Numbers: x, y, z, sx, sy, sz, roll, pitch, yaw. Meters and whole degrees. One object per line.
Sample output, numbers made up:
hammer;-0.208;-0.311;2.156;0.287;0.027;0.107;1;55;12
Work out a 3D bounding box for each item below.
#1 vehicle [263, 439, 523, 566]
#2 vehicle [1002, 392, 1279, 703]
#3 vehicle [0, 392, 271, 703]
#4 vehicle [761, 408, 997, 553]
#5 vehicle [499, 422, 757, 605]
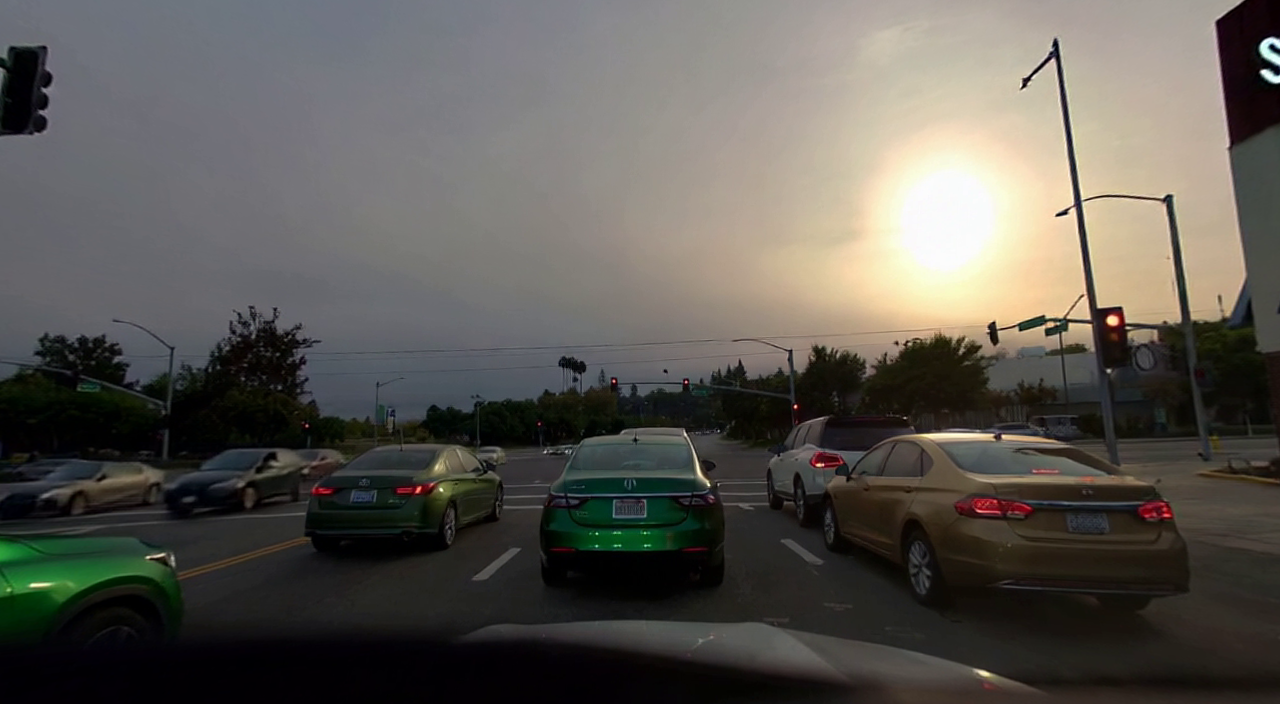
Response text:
vehicle;-3.287;2.074;9.549;1.995;1.436;4.373;-1;-8;3
vehicle;3.943;0.972;3.100;1.800;1.519;4.198;0;-8;0
vehicle;-3.475;0.854;1.846;2.016;1.547;4.414;0;-8;1
vehicle;3.320;1.873;9.841;1.992;1.744;4.183;0;-8;0
vehicle;-0.117;1.657;7.389;2.140;1.499;4.119;0;-8;0
